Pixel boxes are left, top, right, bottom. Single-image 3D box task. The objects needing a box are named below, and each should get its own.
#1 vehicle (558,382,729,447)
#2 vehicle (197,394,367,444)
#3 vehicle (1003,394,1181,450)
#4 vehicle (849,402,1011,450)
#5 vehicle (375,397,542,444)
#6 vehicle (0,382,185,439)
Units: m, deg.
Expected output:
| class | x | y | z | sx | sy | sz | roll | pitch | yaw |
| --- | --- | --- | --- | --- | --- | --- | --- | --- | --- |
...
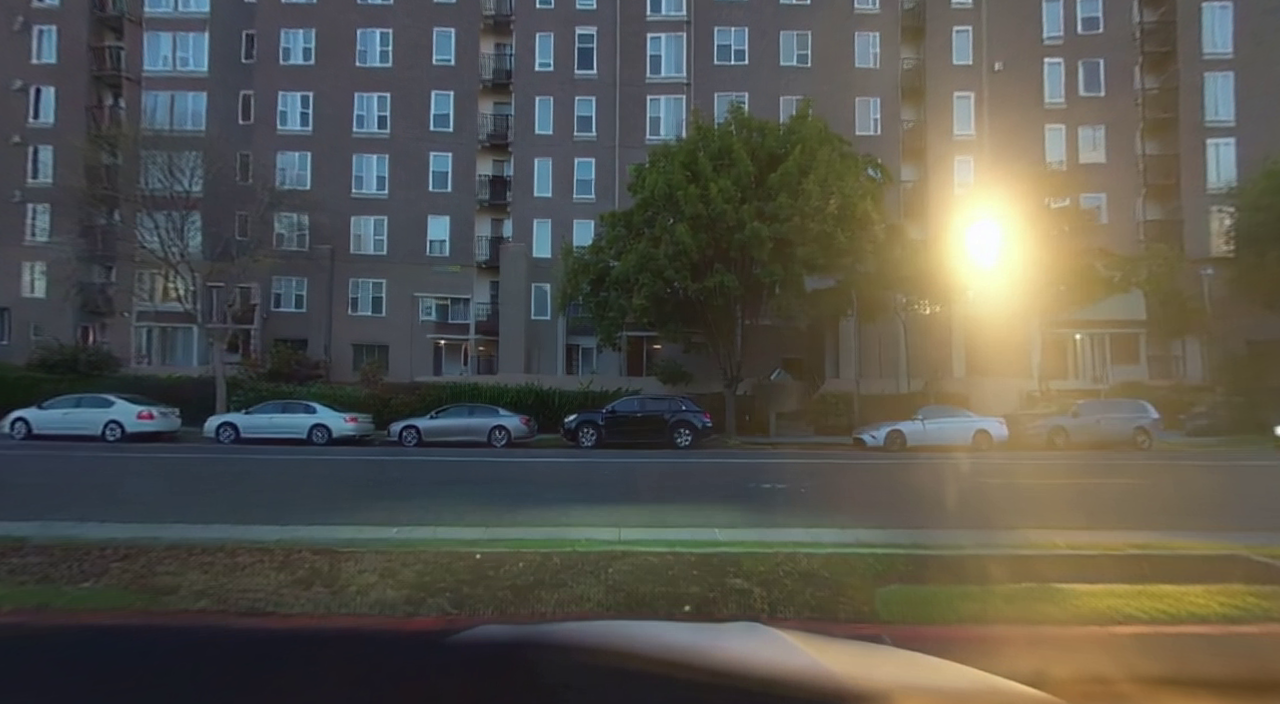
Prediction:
| class | x | y | z | sx | sy | sz | roll | pitch | yaw |
| --- | --- | --- | --- | --- | --- | --- | --- | --- | --- |
| vehicle | 0.066 | 2.095 | 20.636 | 5.299 | 1.860 | 2.098 | 2 | -9 | -5 |
| vehicle | -11.390 | 2.176 | 20.335 | 4.336 | 1.438 | 1.776 | 2 | -7 | -3 |
| vehicle | 15.057 | 2.317 | 21.244 | 4.544 | 1.780 | 1.966 | 0 | -3 | -1 |
| vehicle | 9.457 | 2.437 | 20.808 | 4.521 | 1.411 | 1.726 | 2 | -6 | -3 |
| vehicle | -5.748 | 2.253 | 20.477 | 4.851 | 1.339 | 1.785 | 1 | -9 | -2 |
| vehicle | -17.475 | 1.894 | 20.063 | 4.426 | 1.641 | 1.889 | 1 | -8 | -5 |
